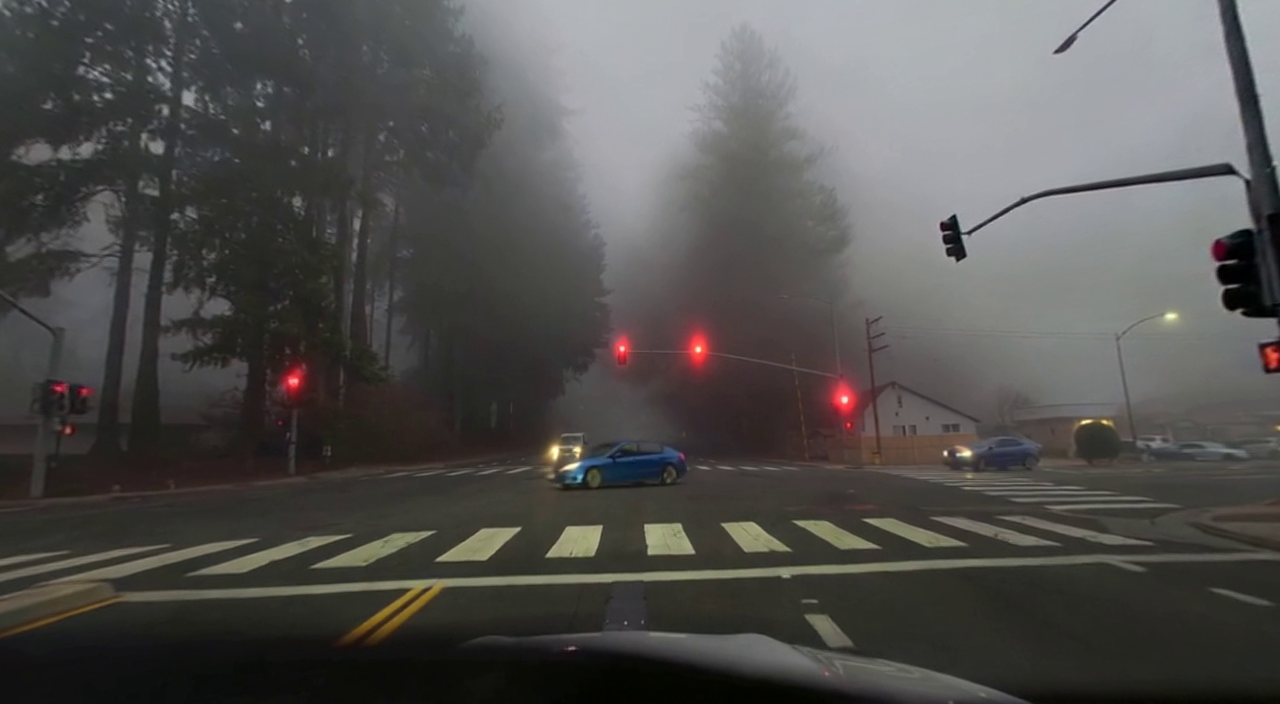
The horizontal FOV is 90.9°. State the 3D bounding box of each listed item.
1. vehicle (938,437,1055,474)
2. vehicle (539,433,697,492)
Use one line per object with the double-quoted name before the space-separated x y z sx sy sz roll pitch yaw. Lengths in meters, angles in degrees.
"vehicle" 15.409 4.447 27.248 4.377 1.523 1.877 3 -9 -19
"vehicle" -0.508 3.128 18.273 1.864 1.482 4.528 -8 -12 44
